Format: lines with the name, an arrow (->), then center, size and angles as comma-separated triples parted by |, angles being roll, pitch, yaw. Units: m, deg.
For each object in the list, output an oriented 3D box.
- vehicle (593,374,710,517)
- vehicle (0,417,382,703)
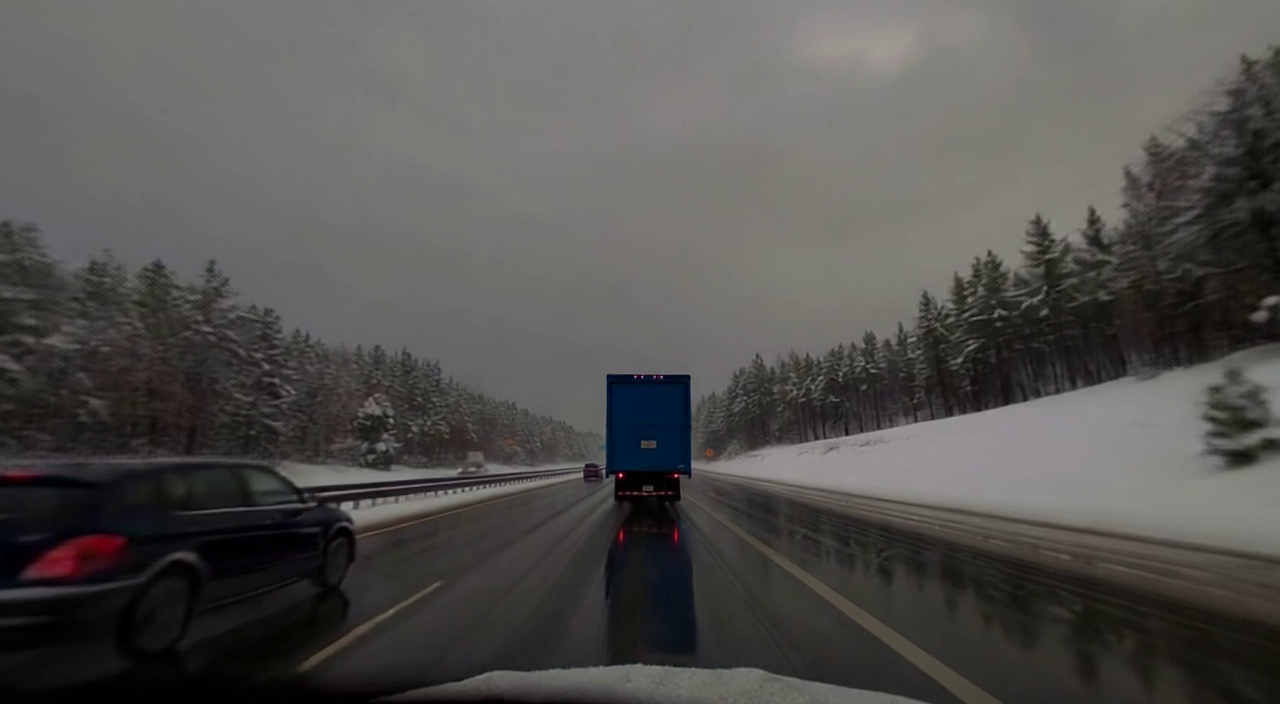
vehicle -> 0.245, 3.290, 21.210 | 3.008, 3.678, 9.512 | 1, -10, -1
vehicle -> -4.097, 1.411, 4.887 | 2.079, 1.506, 4.821 | 1, -10, 1
